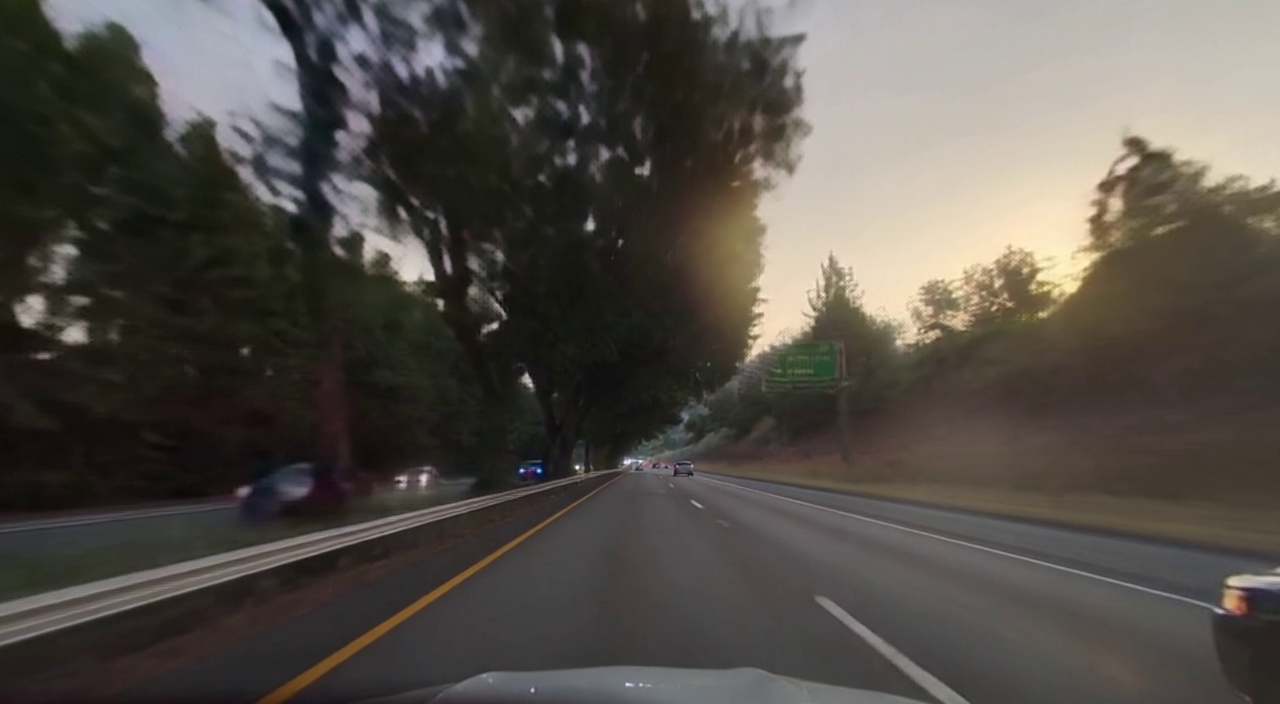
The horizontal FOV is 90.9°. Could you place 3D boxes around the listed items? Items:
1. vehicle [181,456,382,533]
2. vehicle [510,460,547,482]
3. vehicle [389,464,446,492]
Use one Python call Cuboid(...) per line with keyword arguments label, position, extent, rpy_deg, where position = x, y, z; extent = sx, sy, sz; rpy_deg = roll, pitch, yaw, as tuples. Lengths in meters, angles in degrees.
Cuboid(label="vehicle", position=(-7.874, 3.175, 14.462), extent=(2.049, 1.456, 4.249), rpy_deg=(1, -10, 1))
Cuboid(label="vehicle", position=(-7.963, 8.568, 45.346), extent=(1.916, 1.457, 3.642), rpy_deg=(0, -10, 2))
Cuboid(label="vehicle", position=(-12.727, 7.233, 36.301), extent=(1.850, 1.498, 3.693), rpy_deg=(1, -10, 1))
